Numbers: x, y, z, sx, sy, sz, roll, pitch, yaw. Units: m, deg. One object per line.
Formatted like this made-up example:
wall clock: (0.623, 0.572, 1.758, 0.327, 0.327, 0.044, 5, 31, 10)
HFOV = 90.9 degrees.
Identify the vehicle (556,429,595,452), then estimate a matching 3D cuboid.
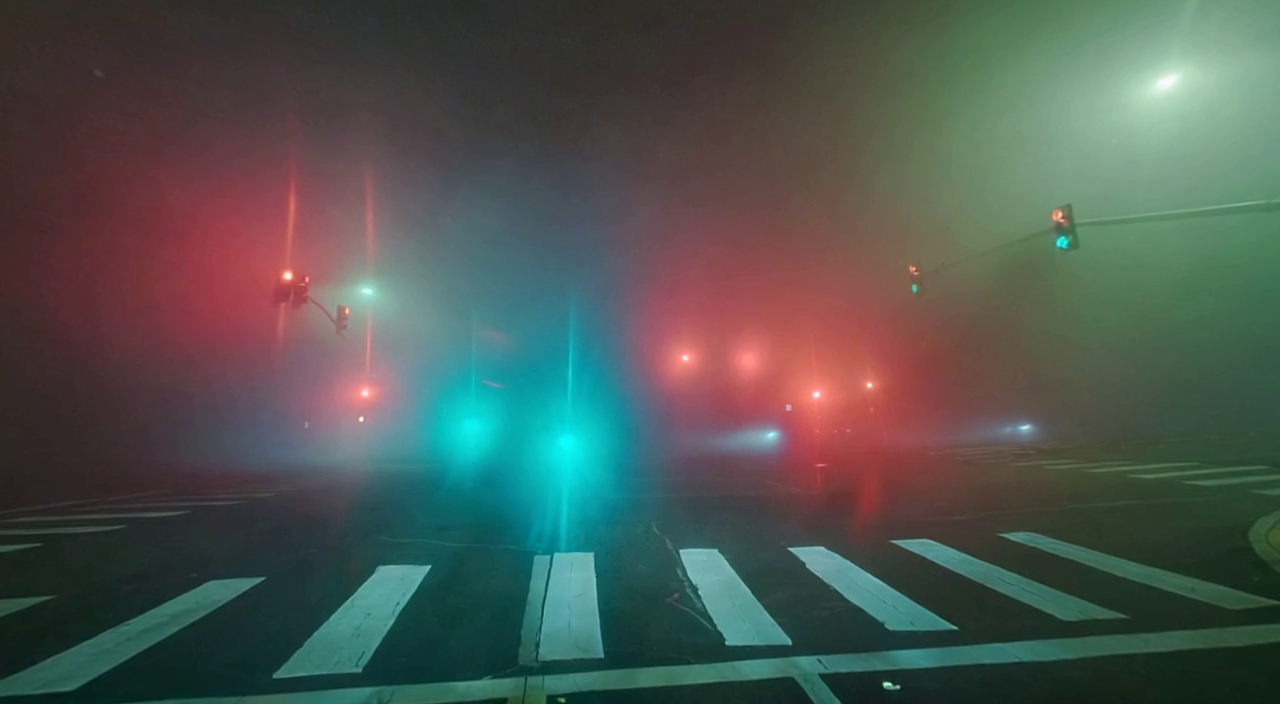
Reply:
vehicle: (-4.392, 6.161, 43.759, 1.919, 1.467, 4.086, -1, -9, 6)

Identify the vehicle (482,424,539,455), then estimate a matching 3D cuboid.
vehicle: (-8.294, 5.733, 40.893, 2.000, 1.864, 5.044, -1, -9, 7)

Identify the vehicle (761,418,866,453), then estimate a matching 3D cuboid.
vehicle: (8.190, 3.985, 30.022, 4.407, 1.569, 1.859, 1, -9, -5)

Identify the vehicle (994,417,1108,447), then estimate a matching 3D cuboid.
vehicle: (20.647, 4.037, 31.738, 4.510, 1.431, 1.884, 1, -9, -6)
